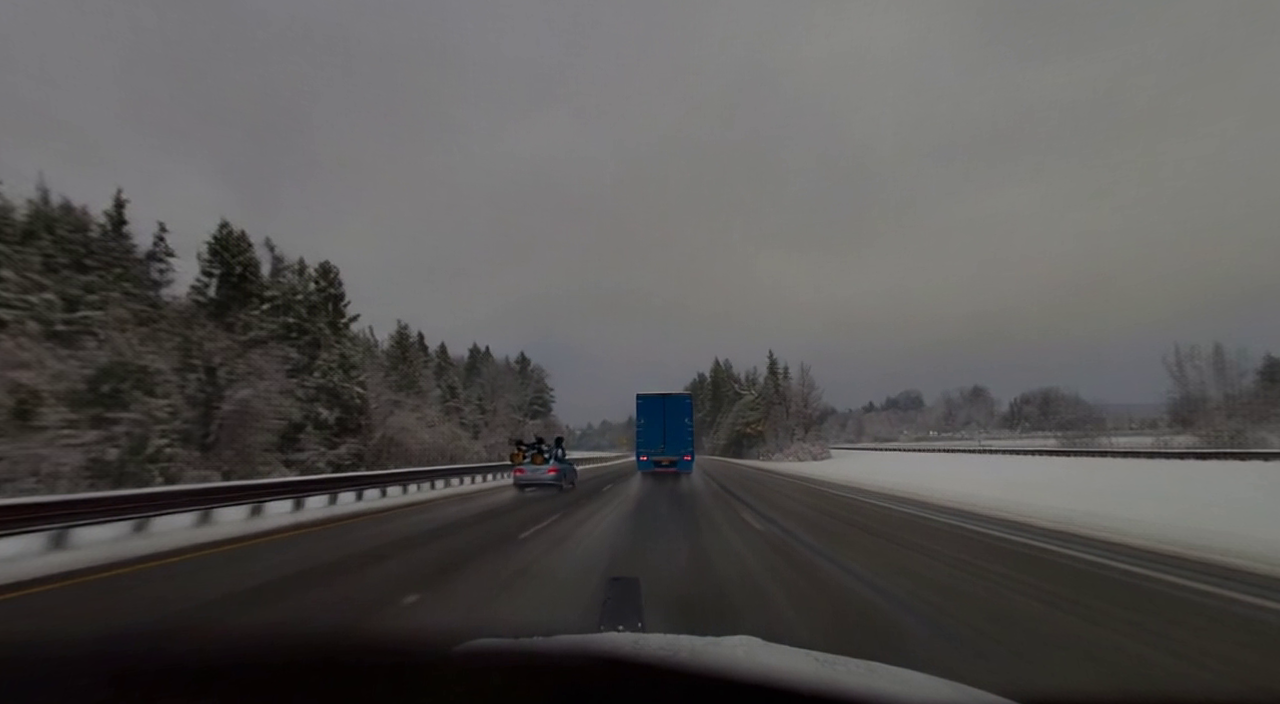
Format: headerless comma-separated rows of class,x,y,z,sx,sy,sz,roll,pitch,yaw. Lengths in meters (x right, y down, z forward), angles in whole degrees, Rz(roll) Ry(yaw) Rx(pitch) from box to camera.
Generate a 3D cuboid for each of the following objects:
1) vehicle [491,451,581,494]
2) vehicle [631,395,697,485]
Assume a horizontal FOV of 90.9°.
vehicle,-3.582,4.277,22.805,2.133,1.358,4.870,-1,-9,4
vehicle,1.324,4.524,31.835,2.821,3.878,8.925,-1,-9,4
